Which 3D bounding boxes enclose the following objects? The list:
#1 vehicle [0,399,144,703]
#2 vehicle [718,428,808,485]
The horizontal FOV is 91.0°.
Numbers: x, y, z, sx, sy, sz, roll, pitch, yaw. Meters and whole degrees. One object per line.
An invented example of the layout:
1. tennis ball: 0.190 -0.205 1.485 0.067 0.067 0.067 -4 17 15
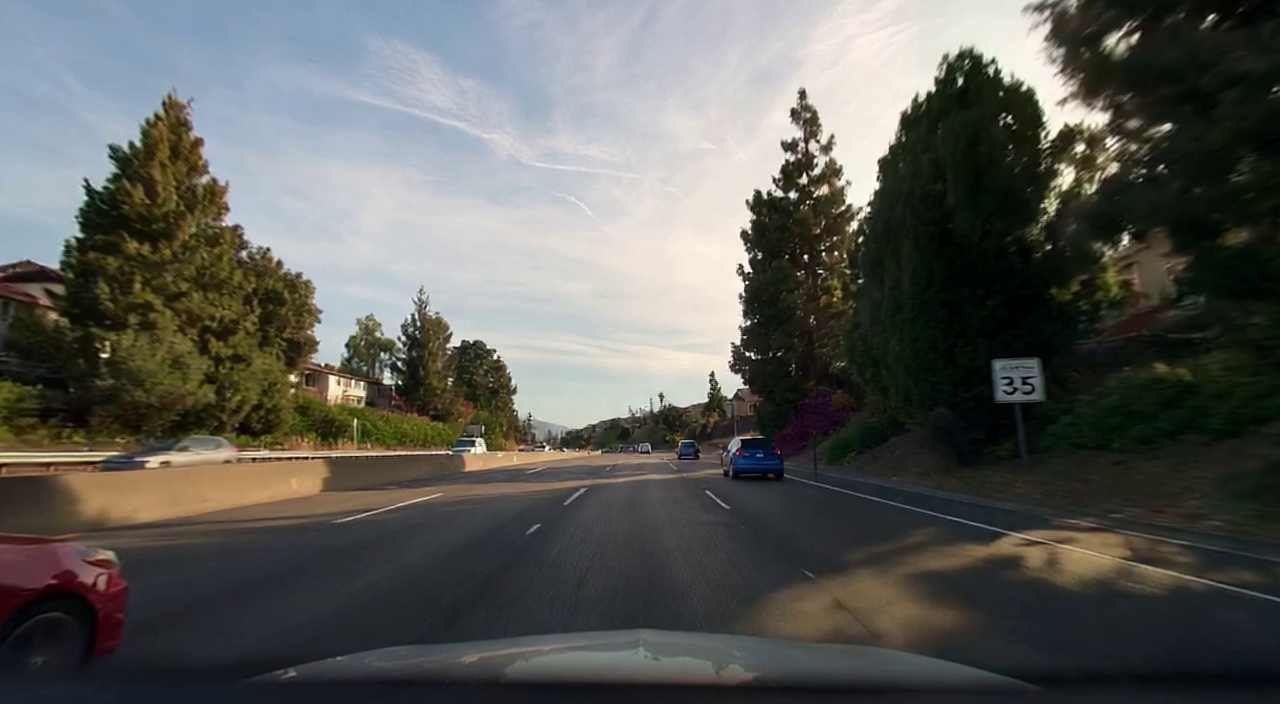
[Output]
1. vehicle: -3.794 0.751 1.218 2.036 1.528 4.400 0 -9 0
2. vehicle: 3.952 3.442 20.952 2.092 1.686 4.188 0 -9 -1
